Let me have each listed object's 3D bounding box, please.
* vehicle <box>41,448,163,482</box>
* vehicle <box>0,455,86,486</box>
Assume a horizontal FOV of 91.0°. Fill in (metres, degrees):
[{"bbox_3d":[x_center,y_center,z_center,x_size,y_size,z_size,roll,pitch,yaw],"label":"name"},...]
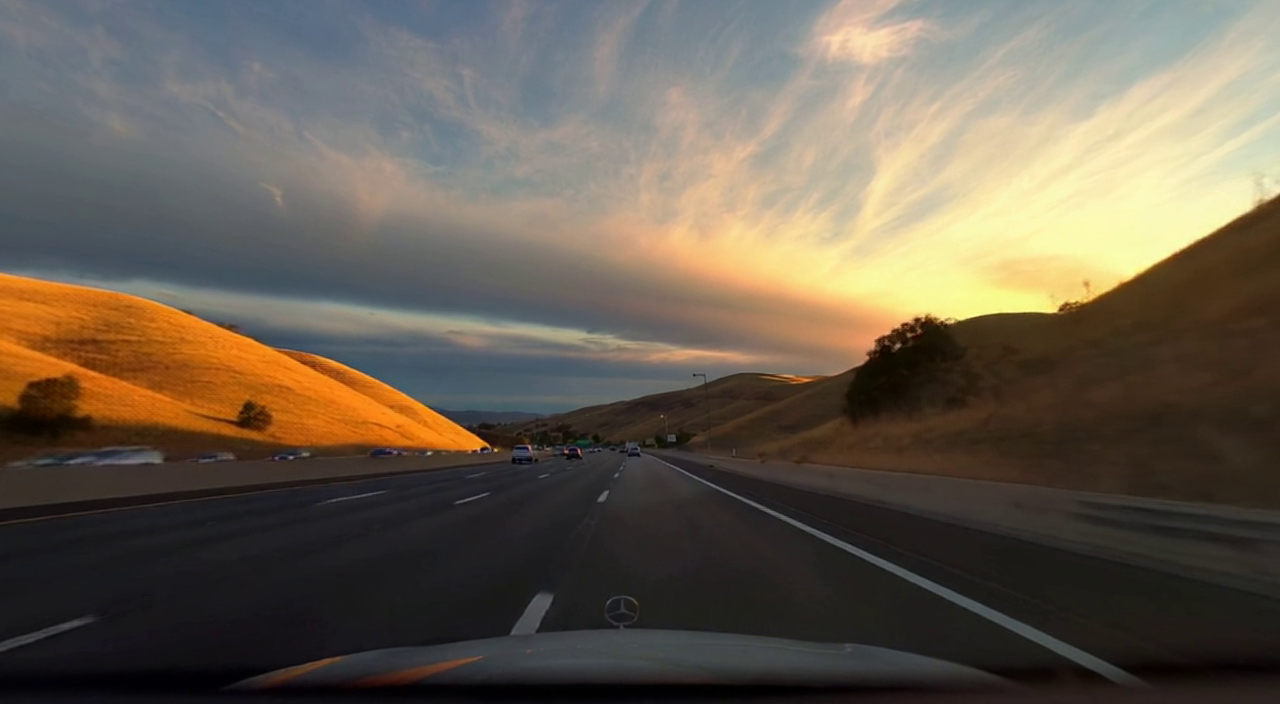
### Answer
[{"bbox_3d":[-28.429,5.946,33.572,1.972,1.641,5.205,0,-9,-1],"label":"vehicle"},{"bbox_3d":[-32.317,6.277,33.543,1.845,1.473,4.117,0,-9,-2],"label":"vehicle"}]
